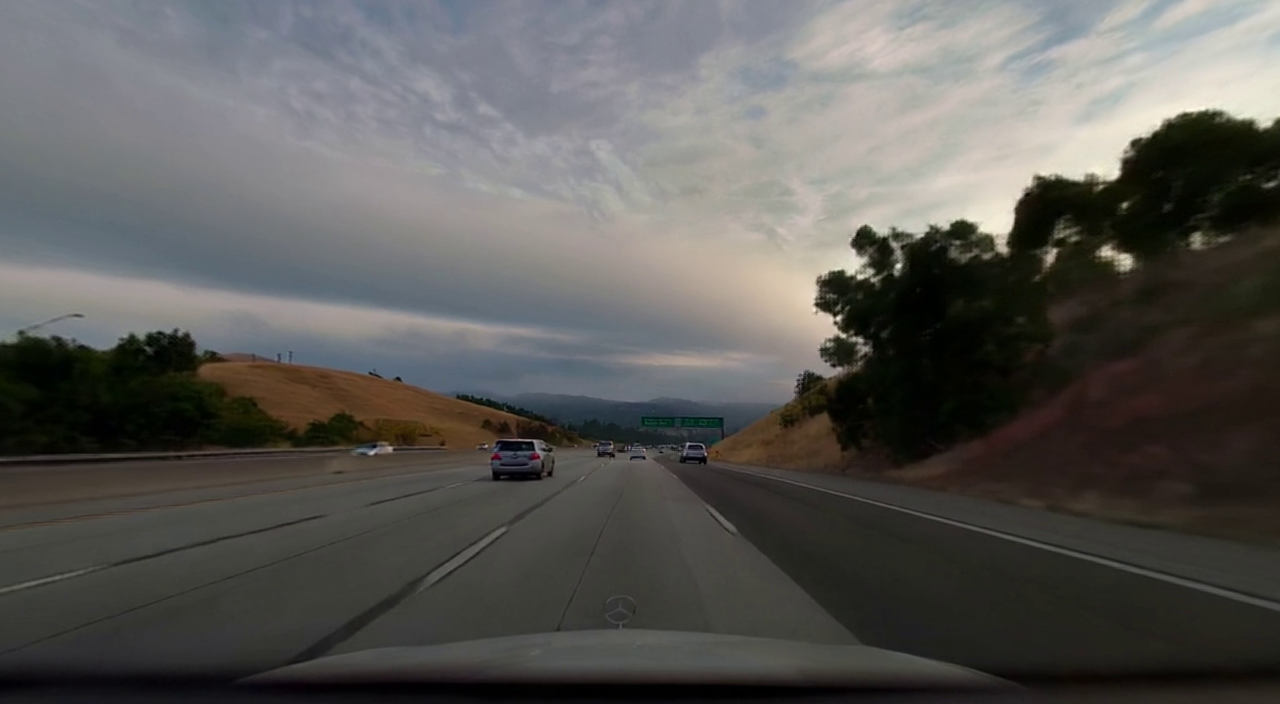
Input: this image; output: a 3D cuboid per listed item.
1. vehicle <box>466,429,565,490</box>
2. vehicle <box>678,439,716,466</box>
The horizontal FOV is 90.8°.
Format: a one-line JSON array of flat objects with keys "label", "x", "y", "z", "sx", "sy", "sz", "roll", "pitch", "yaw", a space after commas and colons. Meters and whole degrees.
[{"label": "vehicle", "x": -3.743, "y": 3.341, "z": 19.962, "sx": 2.166, "sy": 1.700, "sz": 4.661, "roll": 0, "pitch": -8, "yaw": 0}, {"label": "vehicle", "x": 3.971, "y": 7.117, "z": 45.013, "sx": 2.164, "sy": 1.788, "sz": 4.500, "roll": 0, "pitch": -8, "yaw": -1}]
